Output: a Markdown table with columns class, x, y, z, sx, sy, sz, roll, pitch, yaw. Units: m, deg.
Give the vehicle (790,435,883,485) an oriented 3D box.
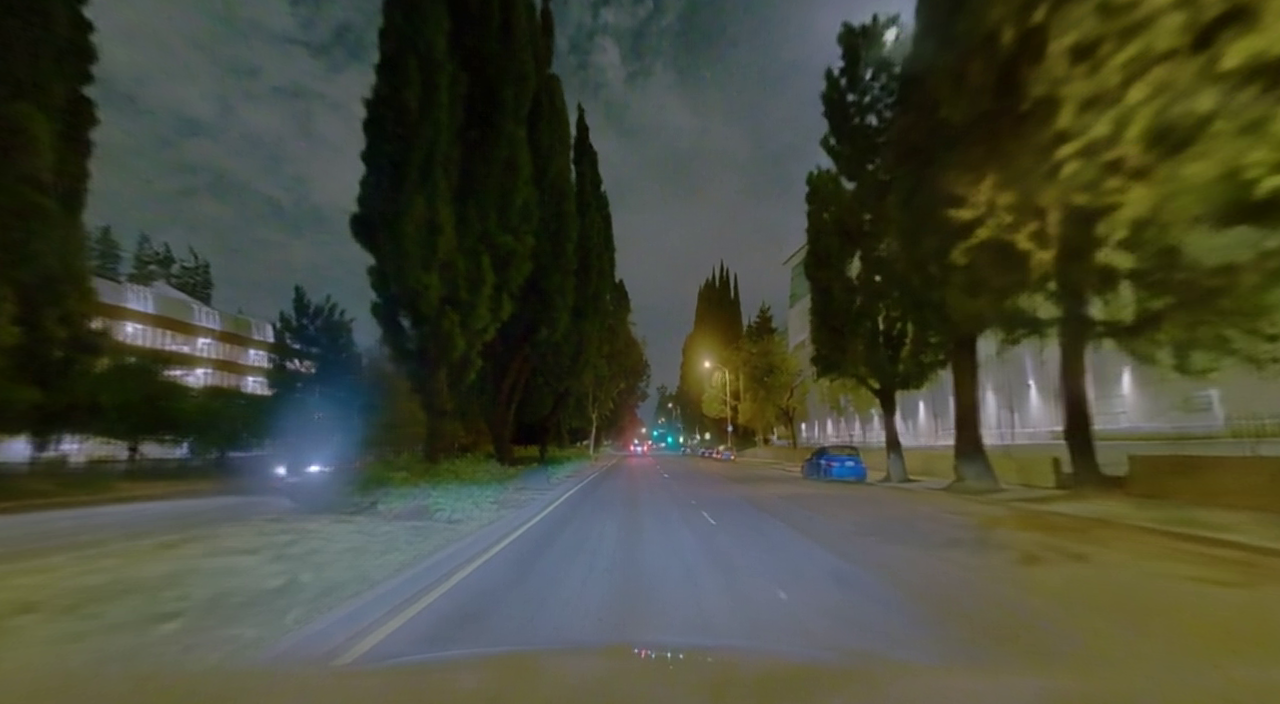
| class | x | y | z | sx | sy | sz | roll | pitch | yaw |
| --- | --- | --- | --- | --- | --- | --- | --- | --- | --- |
| vehicle | 7.846 | 4.369 | 25.826 | 2.167 | 1.848 | 4.713 | 0 | -8 | -1 |
